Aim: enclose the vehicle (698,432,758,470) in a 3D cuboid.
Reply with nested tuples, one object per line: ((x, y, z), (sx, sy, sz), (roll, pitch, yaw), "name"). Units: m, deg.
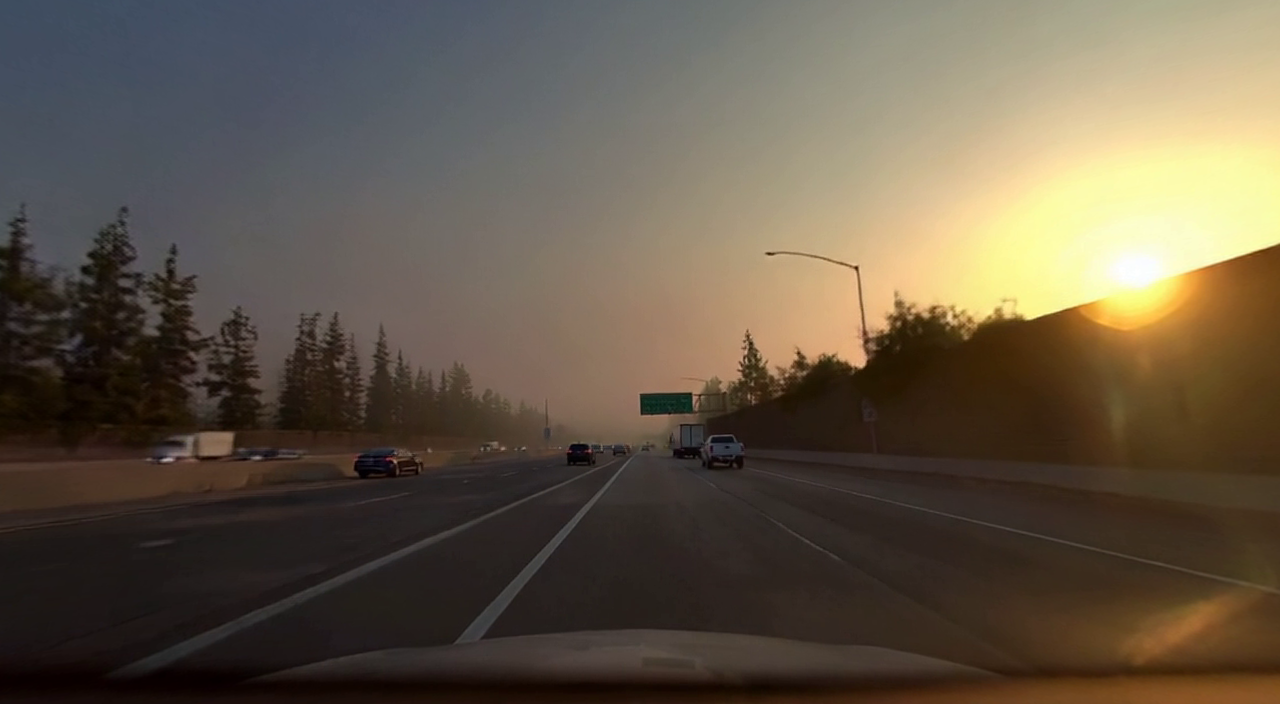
((4.764, 5.516, 35.351), (2.355, 1.930, 6.633), (0, -8, -1), "vehicle")

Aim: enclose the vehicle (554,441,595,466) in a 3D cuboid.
((-4.122, 6.463, 40.387), (1.981, 1.473, 4.317), (0, -8, 2), "vehicle")

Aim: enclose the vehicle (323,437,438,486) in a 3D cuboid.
((-8.707, 3.689, 21.657), (1.899, 1.465, 4.589), (0, -8, 2), "vehicle")
